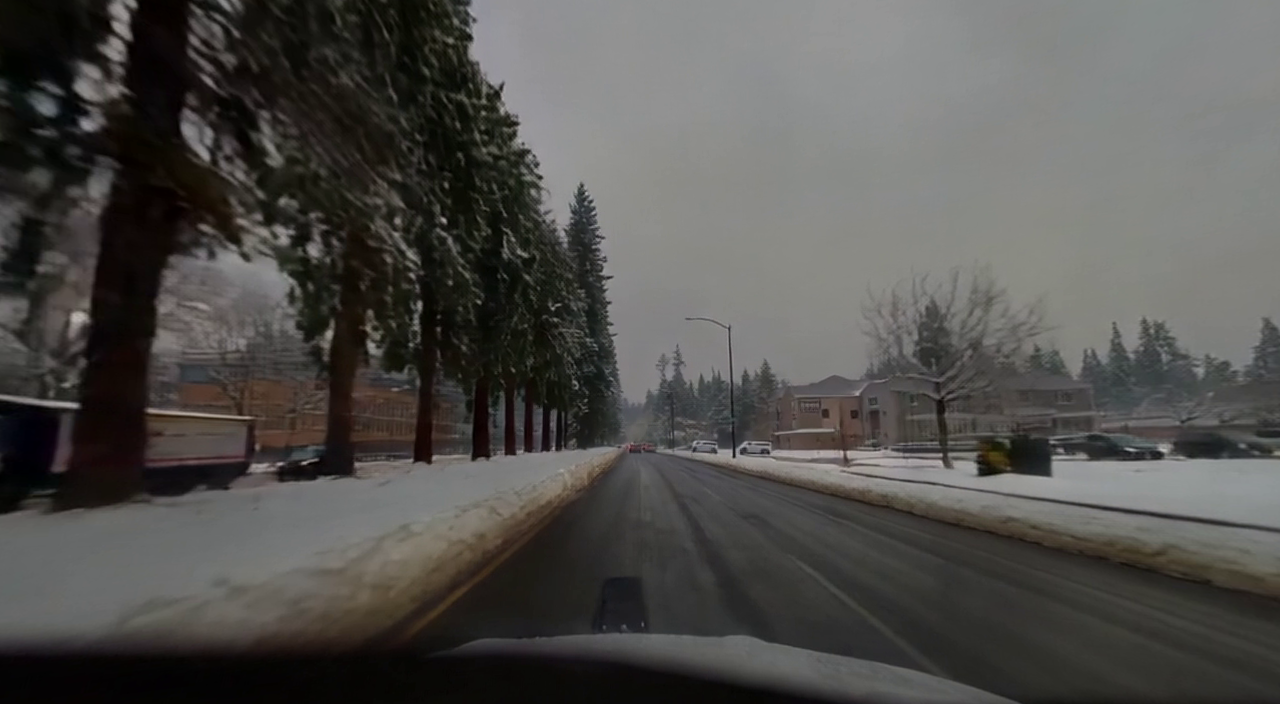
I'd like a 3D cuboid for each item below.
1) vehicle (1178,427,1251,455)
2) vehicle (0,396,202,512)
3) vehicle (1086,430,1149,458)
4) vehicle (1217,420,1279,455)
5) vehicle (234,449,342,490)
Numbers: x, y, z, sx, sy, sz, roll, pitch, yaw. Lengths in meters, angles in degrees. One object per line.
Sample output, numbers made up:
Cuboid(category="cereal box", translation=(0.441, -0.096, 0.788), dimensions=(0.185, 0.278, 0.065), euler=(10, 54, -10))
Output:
Cuboid(category="vehicle", translation=(32.544, 5.094, 35.815), dimensions=(1.826, 1.478, 4.336), euler=(-4, -9, 26))
Cuboid(category="vehicle", translation=(-20.996, 3.568, 22.312), dimensions=(3.141, 3.464, 11.209), euler=(0, -8, -1))
Cuboid(category="vehicle", translation=(26.885, 5.210, 35.614), dimensions=(2.002, 1.460, 4.533), euler=(-5, -9, 27))
Cuboid(category="vehicle", translation=(35.445, 4.893, 36.064), dimensions=(2.129, 1.846, 4.542), euler=(-4, -9, 24))
Cuboid(category="vehicle", translation=(-14.204, 4.735, 25.791), dimensions=(1.830, 1.474, 4.623), euler=(0, -8, -1))
